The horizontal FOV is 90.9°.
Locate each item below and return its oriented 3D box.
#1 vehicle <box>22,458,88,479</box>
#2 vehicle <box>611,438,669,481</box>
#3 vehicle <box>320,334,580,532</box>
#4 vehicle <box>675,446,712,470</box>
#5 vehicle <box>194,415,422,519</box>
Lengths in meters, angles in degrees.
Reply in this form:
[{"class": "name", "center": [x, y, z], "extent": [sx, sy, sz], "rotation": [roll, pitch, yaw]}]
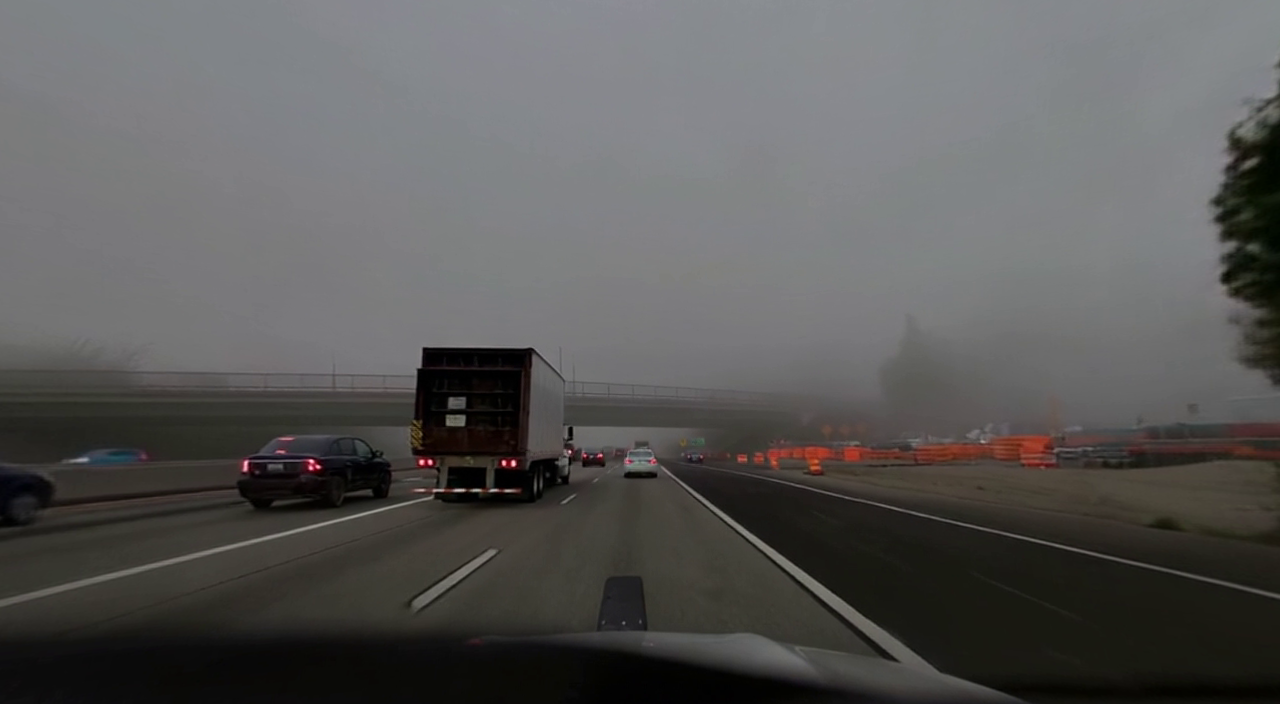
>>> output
[{"class": "vehicle", "center": [-42.687, 8.483, 46.095], "extent": [1.511, 1.369, 3.437], "rotation": [0, -8, 1]}, {"class": "vehicle", "center": [-0.043, 4.586, 27.148], "extent": [2.270, 1.696, 4.061], "rotation": [0, -8, -1]}, {"class": "vehicle", "center": [-3.634, 2.106, 15.976], "extent": [3.075, 3.276, 11.073], "rotation": [0, -8, 0]}, {"class": "vehicle", "center": [3.470, 6.941, 41.625], "extent": [2.003, 1.465, 4.092], "rotation": [0, -8, -2]}, {"class": "vehicle", "center": [-7.511, 2.676, 15.331], "extent": [2.309, 2.007, 5.974], "rotation": [0, -8, 0]}]
